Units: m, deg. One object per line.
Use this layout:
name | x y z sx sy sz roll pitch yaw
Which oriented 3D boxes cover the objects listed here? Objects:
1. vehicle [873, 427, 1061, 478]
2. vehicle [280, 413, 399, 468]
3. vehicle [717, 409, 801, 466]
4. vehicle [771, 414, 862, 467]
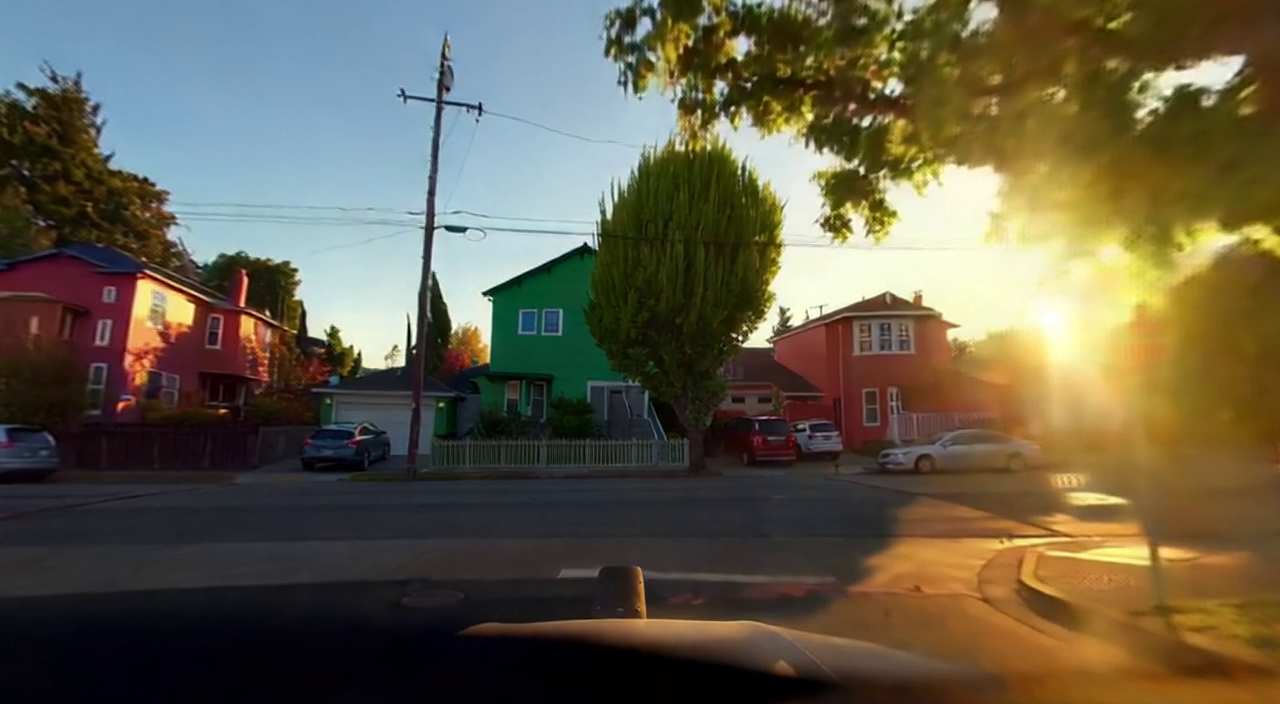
vehicle | 9.933 3.092 19.426 4.644 1.482 1.997 0 -9 0
vehicle | -10.578 3.204 22.638 2.091 1.760 4.760 0 -9 -2
vehicle | 4.266 3.114 23.312 2.081 1.891 4.367 0 -6 -2
vehicle | 6.446 3.287 23.471 2.053 1.756 4.034 0 -8 -2
